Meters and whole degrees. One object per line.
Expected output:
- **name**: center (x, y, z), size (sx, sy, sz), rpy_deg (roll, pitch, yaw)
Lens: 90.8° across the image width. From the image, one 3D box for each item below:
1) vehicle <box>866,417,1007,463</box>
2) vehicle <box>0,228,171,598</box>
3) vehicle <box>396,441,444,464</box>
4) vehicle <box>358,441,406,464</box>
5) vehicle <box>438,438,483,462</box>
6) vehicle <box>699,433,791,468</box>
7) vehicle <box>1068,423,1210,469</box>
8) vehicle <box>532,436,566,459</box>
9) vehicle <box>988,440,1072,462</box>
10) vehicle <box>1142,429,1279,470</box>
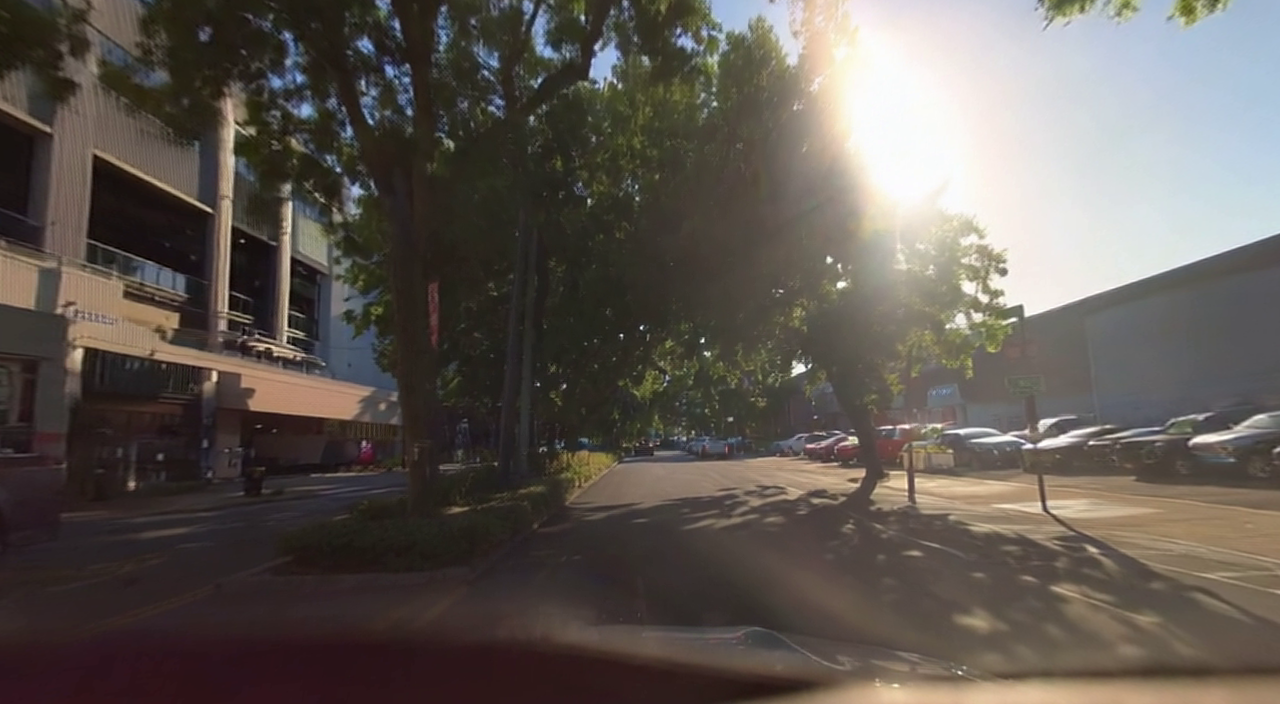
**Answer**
- **vehicle**: center (14.066, 4.194, 30.220), size (5.540, 2.045, 2.259), rpy_deg (0, -8, -1)
- **vehicle**: center (-7.071, 0.320, 3.915), size (2.968, 3.222, 7.036), rpy_deg (-1, -8, -1)
- **vehicle**: center (-16.450, 7.498, 47.444), size (1.850, 1.531, 4.256), rpy_deg (0, -7, 4)
- **vehicle**: center (-19.468, 7.598, 47.826), size (1.880, 1.617, 3.870), rpy_deg (-1, -8, 2)
- **vehicle**: center (-13.584, 7.438, 48.088), size (1.888, 1.657, 4.138), rpy_deg (0, -7, 5)
- **vehicle**: center (5.549, 5.151, 33.208), size (4.626, 1.723, 1.939), rpy_deg (5, -10, -32)
- **vehicle**: center (26.132, 4.939, 33.223), size (5.596, 2.168, 2.307), rpy_deg (2, -8, -3)
- **vehicle**: center (-7.062, 7.486, 49.631), size (1.993, 1.640, 4.457), rpy_deg (0, -8, 0)
- **vehicle**: center (26.954, 6.865, 43.745), size (4.558, 1.452, 1.790), rpy_deg (0, -8, -1)
- **vehicle**: center (26.908, 4.583, 29.810), size (4.591, 1.808, 2.016), rpy_deg (0, -9, 1)
